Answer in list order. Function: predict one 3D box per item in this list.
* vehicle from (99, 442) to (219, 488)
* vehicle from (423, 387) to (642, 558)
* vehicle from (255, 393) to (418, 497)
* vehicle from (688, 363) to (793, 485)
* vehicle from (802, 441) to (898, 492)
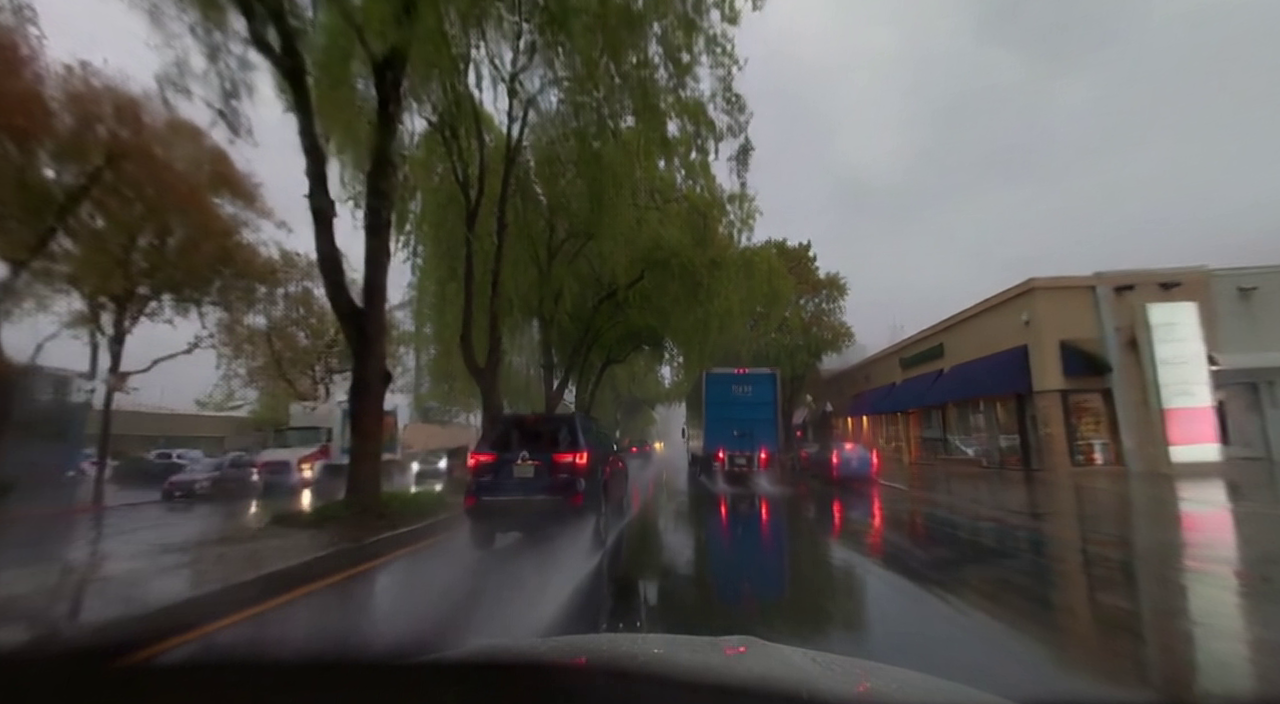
[{"bbox_3d":[-27.639,6.465,36.675,2.153,2.378,5.796,0,-8,3],"label":"vehicle"},{"bbox_3d":[-1.307,1.815,10.124,2.293,2.036,4.853,-1,-9,4],"label":"vehicle"},{"bbox_3d":[-12.294,3.899,26.569,3.027,3.656,7.024,-3,-9,4],"label":"vehicle"},{"bbox_3d":[3.957,3.402,28.341,3.007,4.206,12.913,-1,-8,2],"label":"vehicle"},{"bbox_3d":[6.847,3.751,21.065,1.929,1.522,4.158,-1,-9,3],"label":"vehicle"}]
